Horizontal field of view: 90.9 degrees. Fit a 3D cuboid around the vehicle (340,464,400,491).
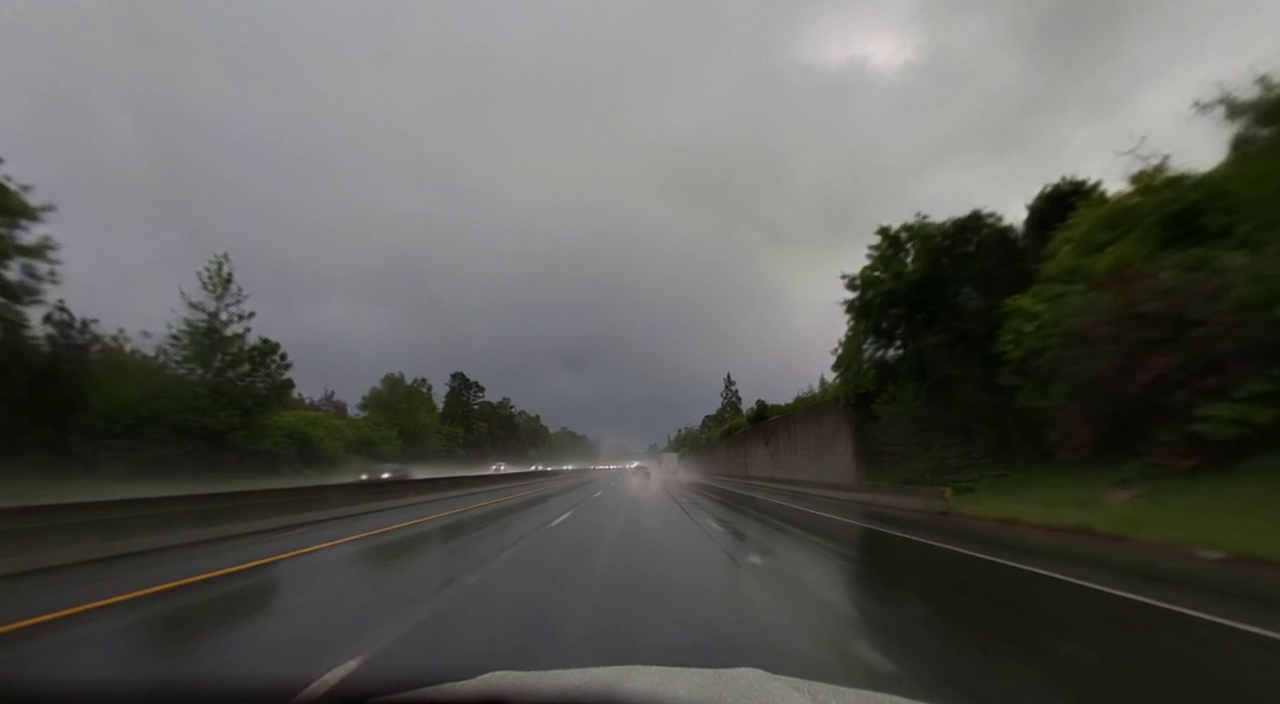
[{"bbox_3d":[-16.212,7.523,38.012,1.886,1.498,3.705,1,-10,0],"label":"vehicle"}]
